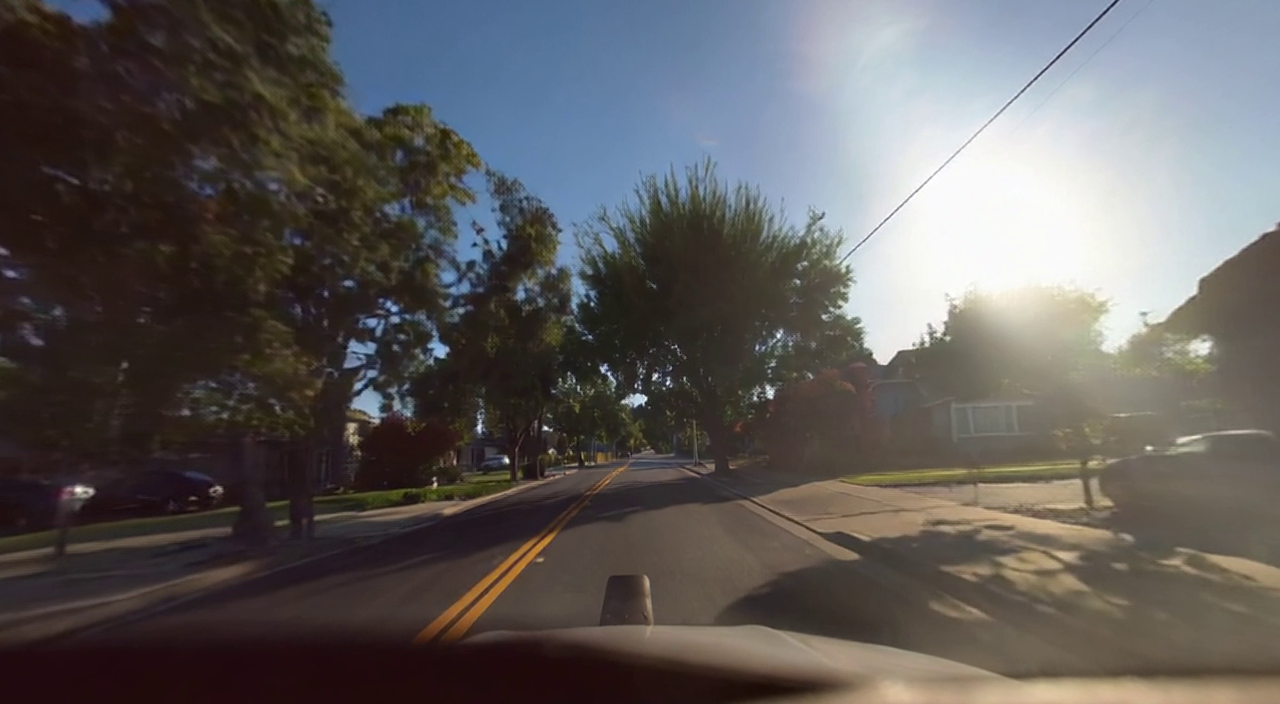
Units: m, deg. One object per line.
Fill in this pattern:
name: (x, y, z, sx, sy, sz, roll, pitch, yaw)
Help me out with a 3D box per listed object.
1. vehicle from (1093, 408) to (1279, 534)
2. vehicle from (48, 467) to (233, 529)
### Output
vehicle: (8.553, 1.536, 8.389, 1.806, 1.496, 4.164, 0, -8, -2)
vehicle: (-15.053, 4.375, 19.422, 1.830, 1.495, 4.641, 0, -8, 1)
